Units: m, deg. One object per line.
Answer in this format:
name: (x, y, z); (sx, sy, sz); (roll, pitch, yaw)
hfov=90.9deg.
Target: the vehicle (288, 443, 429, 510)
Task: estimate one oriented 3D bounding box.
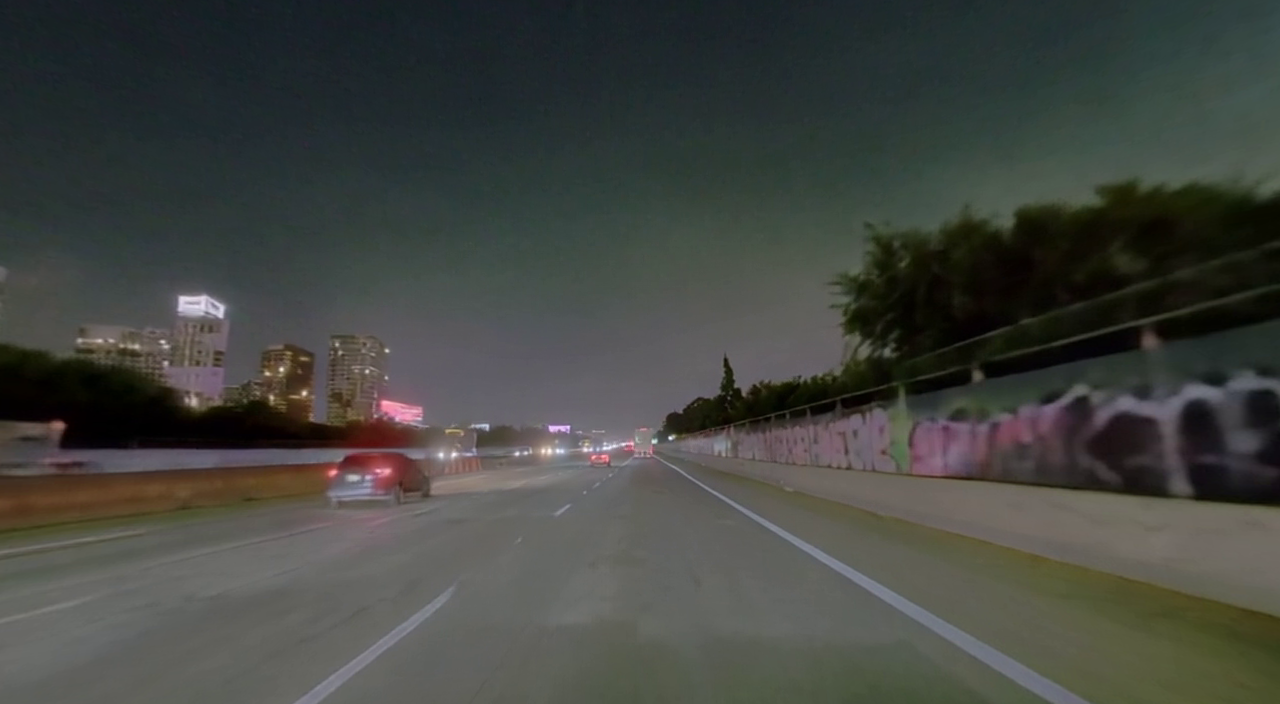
vehicle: (-6.700, 2.975, 15.408); (2.027, 1.431, 3.033); (0, -9, 0)
